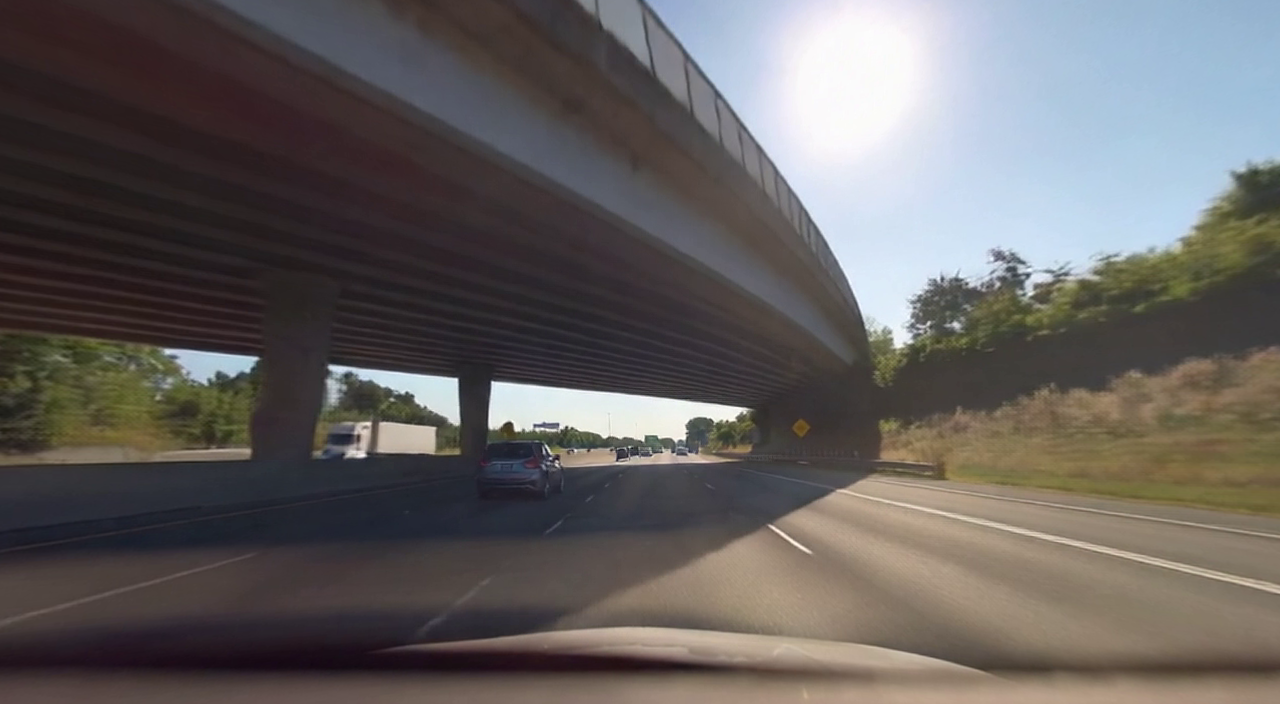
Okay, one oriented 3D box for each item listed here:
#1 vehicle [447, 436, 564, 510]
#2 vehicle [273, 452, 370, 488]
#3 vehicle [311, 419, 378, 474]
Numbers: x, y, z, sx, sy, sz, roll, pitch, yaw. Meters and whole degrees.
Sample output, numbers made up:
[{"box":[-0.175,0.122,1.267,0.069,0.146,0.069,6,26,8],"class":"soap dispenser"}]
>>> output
[{"box":[-3.250,3.008,16.190,2.016,1.623,4.126,0,-8,1],"class":"vehicle"},{"box":[-14.365,5.322,28.793,1.906,1.458,4.581,0,-8,2],"class":"vehicle"},{"box":[-22.226,7.118,47.672,2.979,3.977,3.790,0,-8,2],"class":"vehicle"}]
